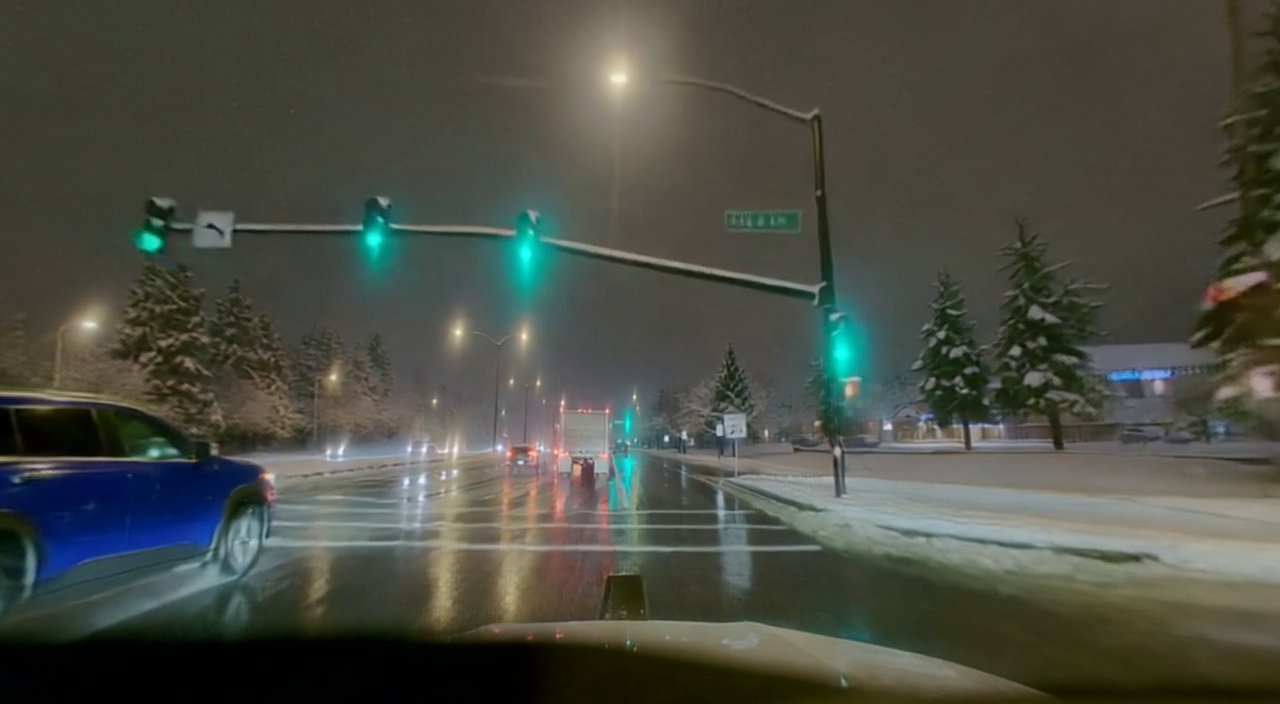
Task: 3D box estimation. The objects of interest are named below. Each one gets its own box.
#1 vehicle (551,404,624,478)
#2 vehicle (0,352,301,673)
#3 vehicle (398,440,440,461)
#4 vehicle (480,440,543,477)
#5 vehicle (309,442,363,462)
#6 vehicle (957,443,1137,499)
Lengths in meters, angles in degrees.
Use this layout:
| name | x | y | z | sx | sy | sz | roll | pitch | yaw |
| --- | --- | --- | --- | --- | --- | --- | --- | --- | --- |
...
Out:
| name | x | y | z | sx | sy | sz | roll | pitch | yaw |
| --- | --- | --- | --- | --- | --- | --- | --- | --- | --- |
| vehicle | -2.288 | 4.202 | 29.575 | 2.993 | 3.051 | 6.692 | 0 | -9 | -1 |
| vehicle | -4.798 | 1.040 | 4.409 | 2.178 | 1.826 | 4.933 | 0 | -9 | -2 |
| vehicle | -16.972 | 7.572 | 48.399 | 2.026 | 1.523 | 4.584 | 1 | -9 | -6 |
| vehicle | -5.571 | 4.694 | 27.819 | 2.023 | 1.483 | 4.143 | 0 | -9 | -2 |
| vehicle | -22.800 | 7.523 | 47.333 | 1.898 | 1.480 | 4.567 | 0 | -9 | -2 |
| vehicle | 13.833 | 3.992 | 21.543 | 4.720 | 1.685 | 2.140 | -8 | -12 | 43 |
